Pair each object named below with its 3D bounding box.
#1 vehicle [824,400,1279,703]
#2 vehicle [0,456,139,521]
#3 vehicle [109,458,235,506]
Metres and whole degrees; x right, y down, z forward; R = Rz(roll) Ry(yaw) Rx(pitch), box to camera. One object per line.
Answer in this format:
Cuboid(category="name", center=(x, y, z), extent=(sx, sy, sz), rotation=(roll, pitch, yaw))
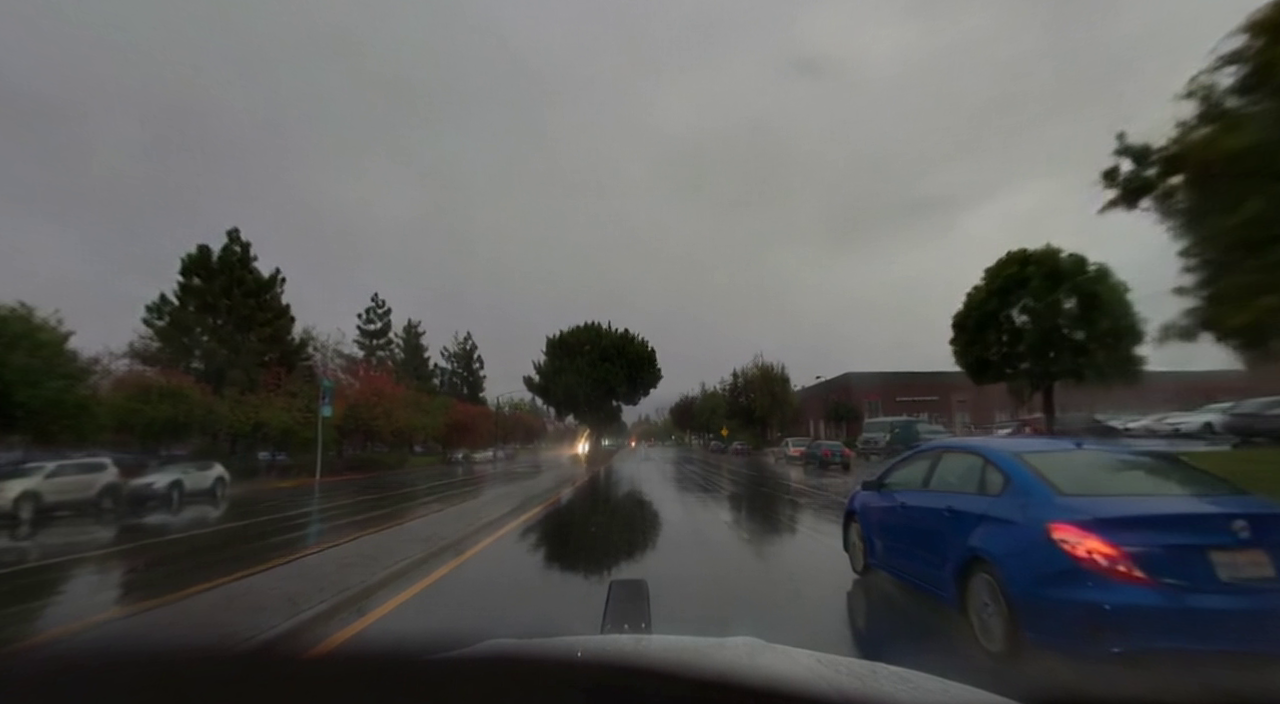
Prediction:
Cuboid(category="vehicle", center=(3.057, 1.211, 4.455), extent=(2.141, 1.443, 4.499), rotation=(0, -8, 0))
Cuboid(category="vehicle", center=(-18.719, 4.194, 19.931), extent=(1.993, 1.686, 4.698), rotation=(0, -8, -2))
Cuboid(category="vehicle", center=(-18.602, 5.145, 25.339), extent=(1.828, 1.457, 4.292), rotation=(-3, -7, 0))
